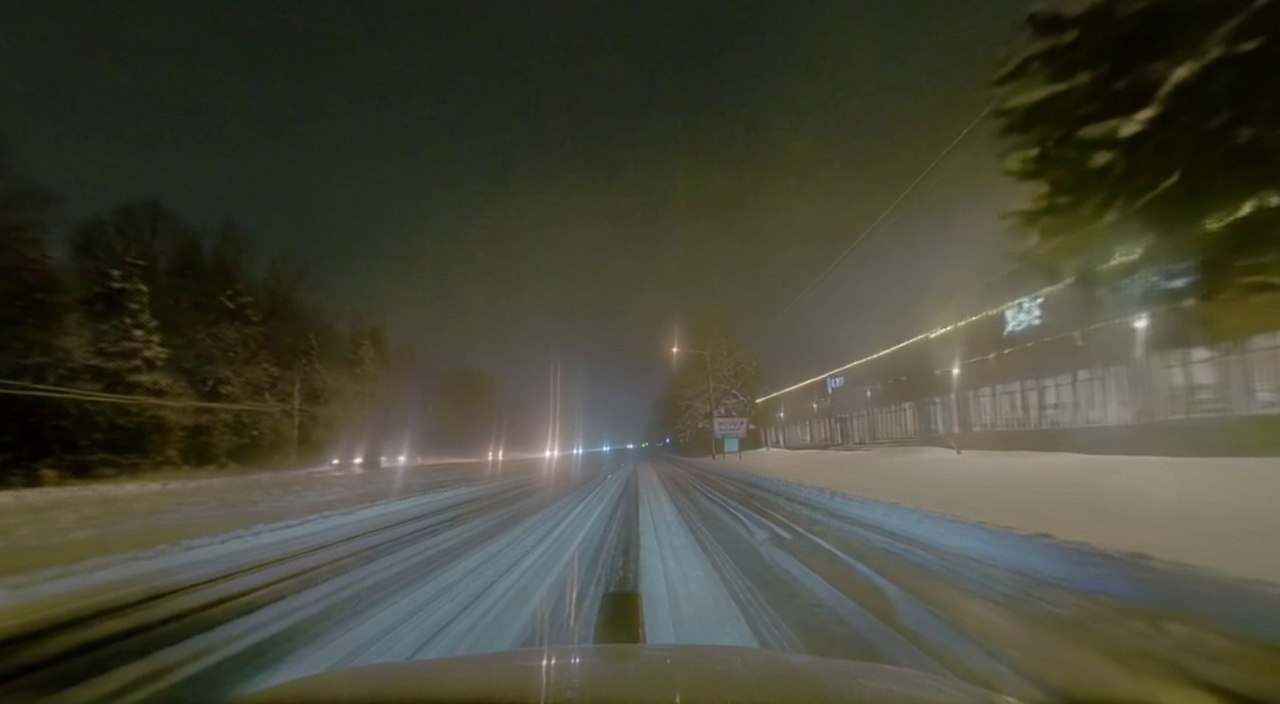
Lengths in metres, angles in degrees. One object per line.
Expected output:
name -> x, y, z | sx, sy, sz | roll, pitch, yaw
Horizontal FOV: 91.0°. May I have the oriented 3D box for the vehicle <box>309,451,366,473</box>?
vehicle -> -20.573, 7.476, 43.014 | 1.871, 1.460, 4.134 | 0, -9, 0
